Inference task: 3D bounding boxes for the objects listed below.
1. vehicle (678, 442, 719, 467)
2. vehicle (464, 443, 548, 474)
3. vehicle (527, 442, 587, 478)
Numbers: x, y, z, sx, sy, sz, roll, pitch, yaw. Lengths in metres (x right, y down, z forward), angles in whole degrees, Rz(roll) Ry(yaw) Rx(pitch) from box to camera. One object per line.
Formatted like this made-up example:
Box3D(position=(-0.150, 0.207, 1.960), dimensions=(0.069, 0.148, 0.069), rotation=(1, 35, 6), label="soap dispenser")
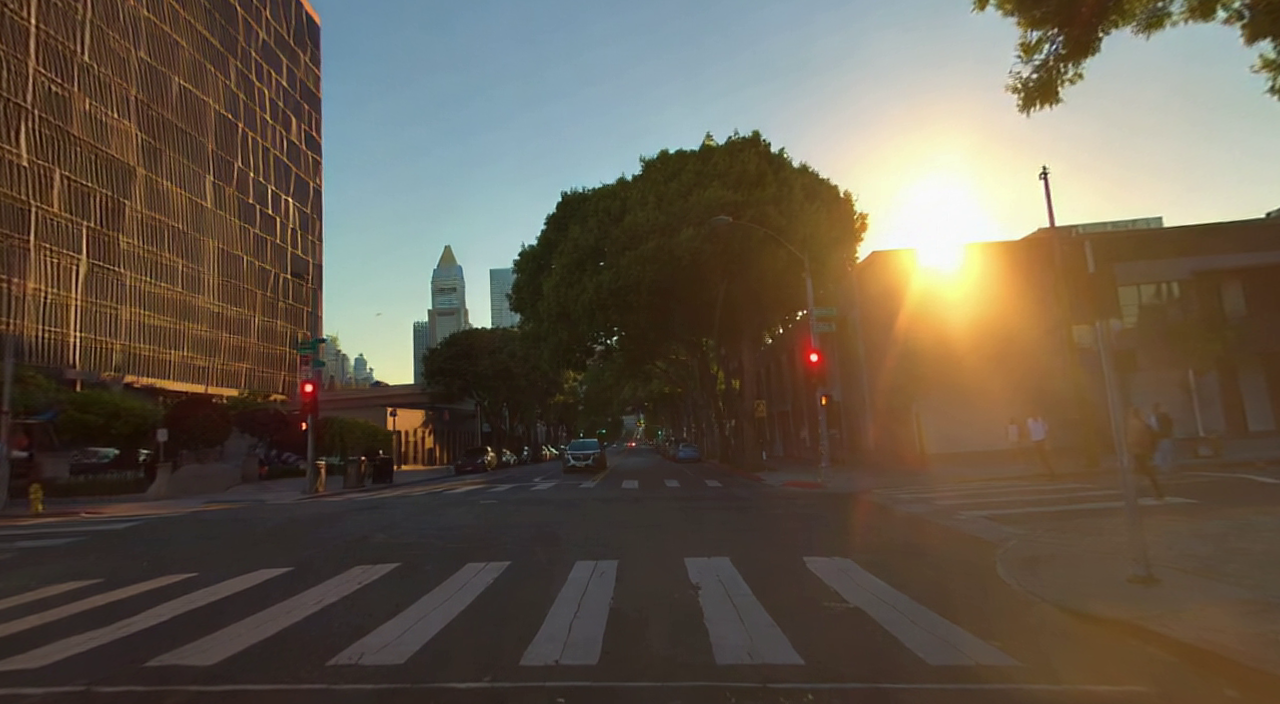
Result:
Box3D(position=(3.541, 6.276, 38.860), dimensions=(1.853, 1.426, 4.160), rotation=(1, -8, -3), label="vehicle")
Box3D(position=(-8.014, 6.361, 38.026), dimensions=(4.526, 1.726, 1.963), rotation=(8, -12, -44), label="vehicle")
Box3D(position=(-3.668, 4.846, 28.631), dimensions=(1.989, 1.481, 4.500), rotation=(0, -8, 1), label="vehicle")
